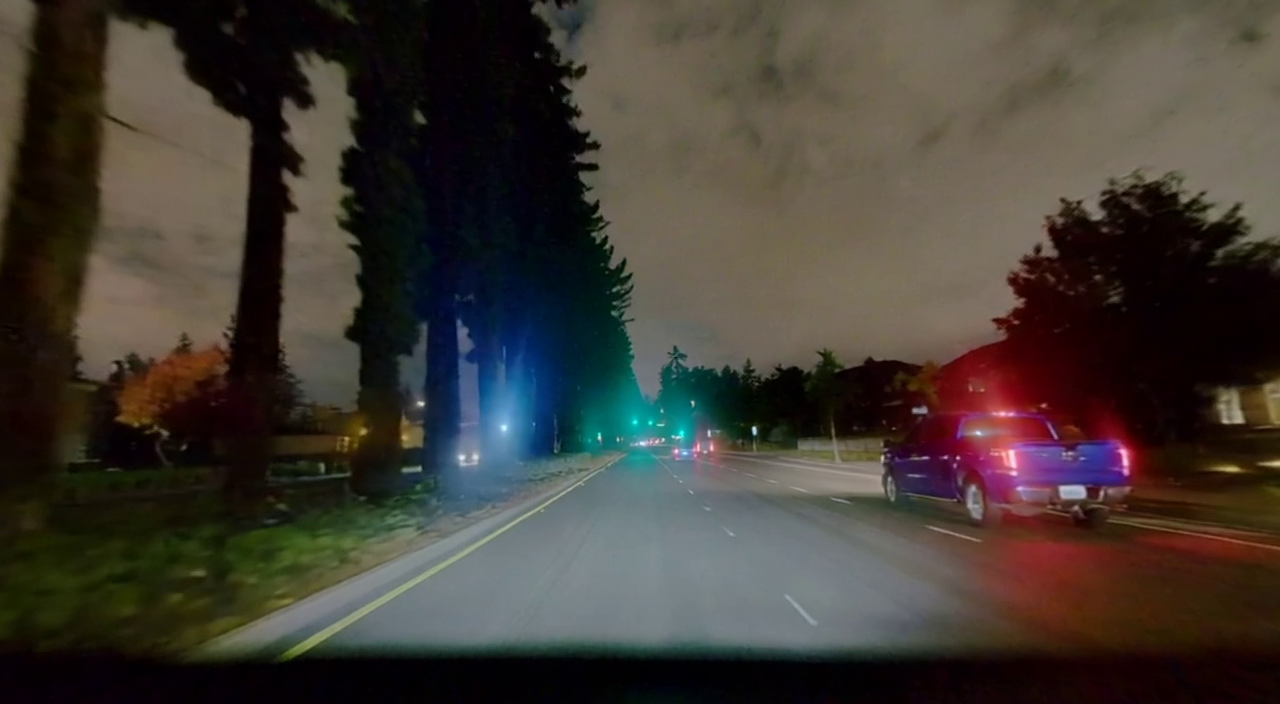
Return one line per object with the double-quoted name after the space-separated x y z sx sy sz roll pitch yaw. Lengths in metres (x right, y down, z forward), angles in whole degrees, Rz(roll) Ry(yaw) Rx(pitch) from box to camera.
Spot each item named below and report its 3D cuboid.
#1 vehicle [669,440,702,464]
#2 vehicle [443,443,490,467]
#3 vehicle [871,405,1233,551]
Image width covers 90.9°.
3.288 7.274 46.021 2.061 1.632 4.222 0 -8 0 "vehicle"
-12.882 7.691 47.157 2.076 1.710 4.563 0 -8 1 "vehicle"
6.103 1.961 10.616 2.262 1.769 5.666 0 -8 0 "vehicle"
